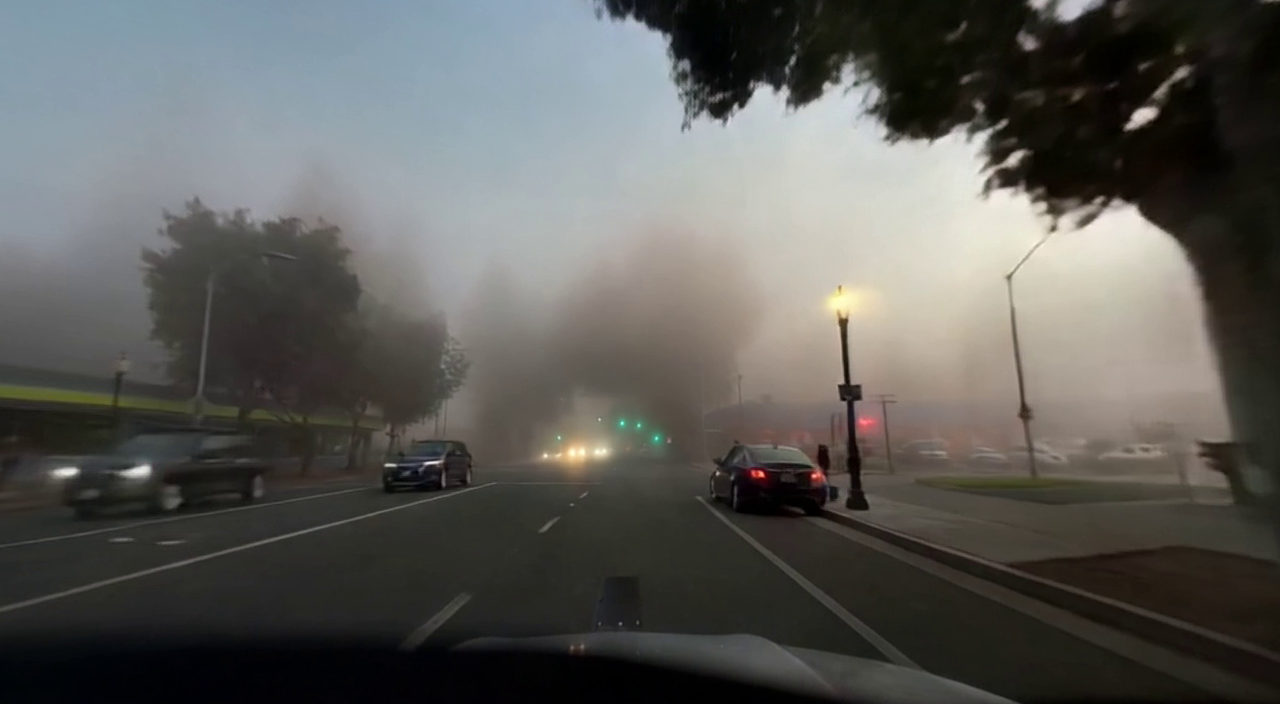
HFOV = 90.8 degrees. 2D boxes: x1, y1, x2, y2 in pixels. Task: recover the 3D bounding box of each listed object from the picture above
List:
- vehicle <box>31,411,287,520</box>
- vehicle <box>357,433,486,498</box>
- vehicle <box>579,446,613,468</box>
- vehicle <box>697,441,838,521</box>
[{"bbox_3d":[-10.399,2.498,14.302,2.088,2.031,4.616,0,-9,0],"label":"vehicle"},{"bbox_3d":[-6.774,3.585,20.368,2.371,1.800,4.987,0,-9,0],"label":"vehicle"},{"bbox_3d":[-3.143,7.660,46.140,2.122,1.469,4.388,0,-9,0],"label":"vehicle"},{"bbox_3d":[2.633,2.820,14.347,2.034,1.491,4.618,1,-9,-3],"label":"vehicle"}]
